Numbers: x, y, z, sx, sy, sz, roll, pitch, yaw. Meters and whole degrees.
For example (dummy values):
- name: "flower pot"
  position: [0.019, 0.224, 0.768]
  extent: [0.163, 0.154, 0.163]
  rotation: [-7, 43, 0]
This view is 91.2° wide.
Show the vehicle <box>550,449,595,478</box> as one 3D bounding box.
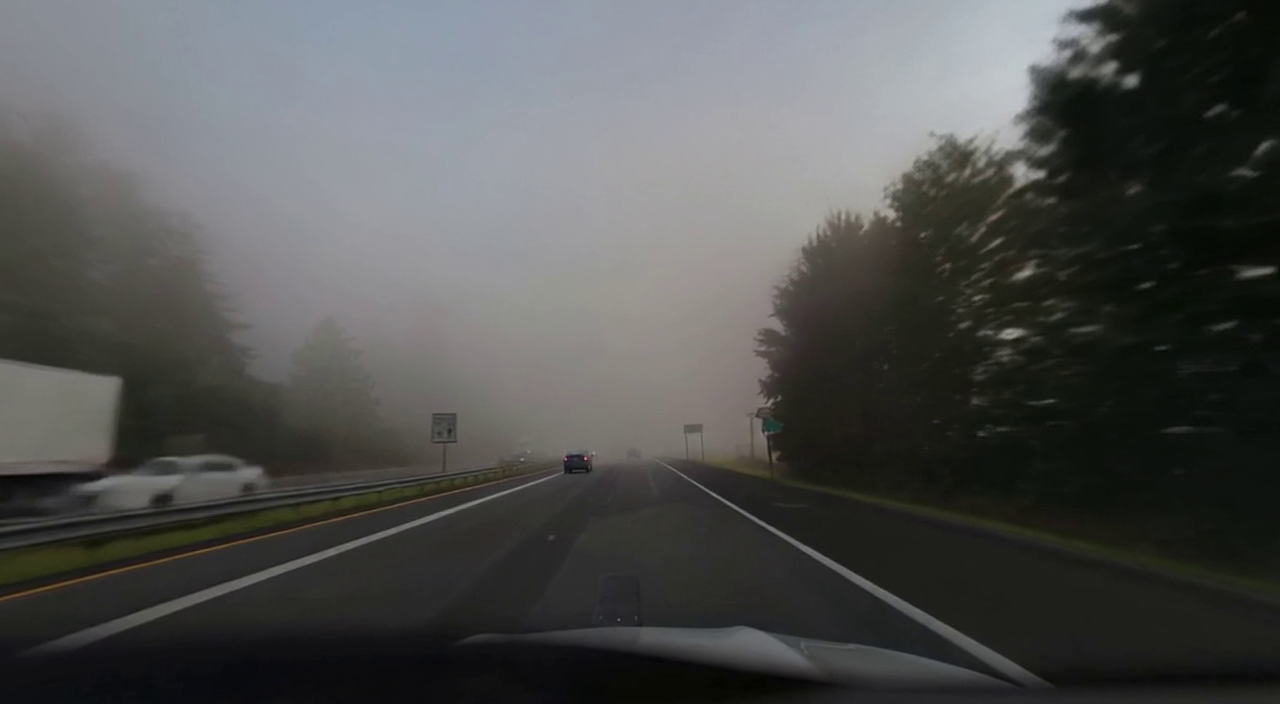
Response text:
- name: "vehicle"
  position: [-3.765, 6.309, 35.695]
  extent: [2.123, 1.545, 4.404]
  rotation: [0, -9, 0]

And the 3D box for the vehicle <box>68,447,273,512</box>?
- name: "vehicle"
  position: [-12.236, 3.327, 16.803]
  extent: [2.162, 1.491, 4.265]
  rotation: [0, -9, 0]

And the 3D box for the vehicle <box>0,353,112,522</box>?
- name: "vehicle"
  position: [-17.064, 1.464, 11.344]
  extent: [3.067, 4.053, 13.781]
  rotation: [0, -9, 0]
